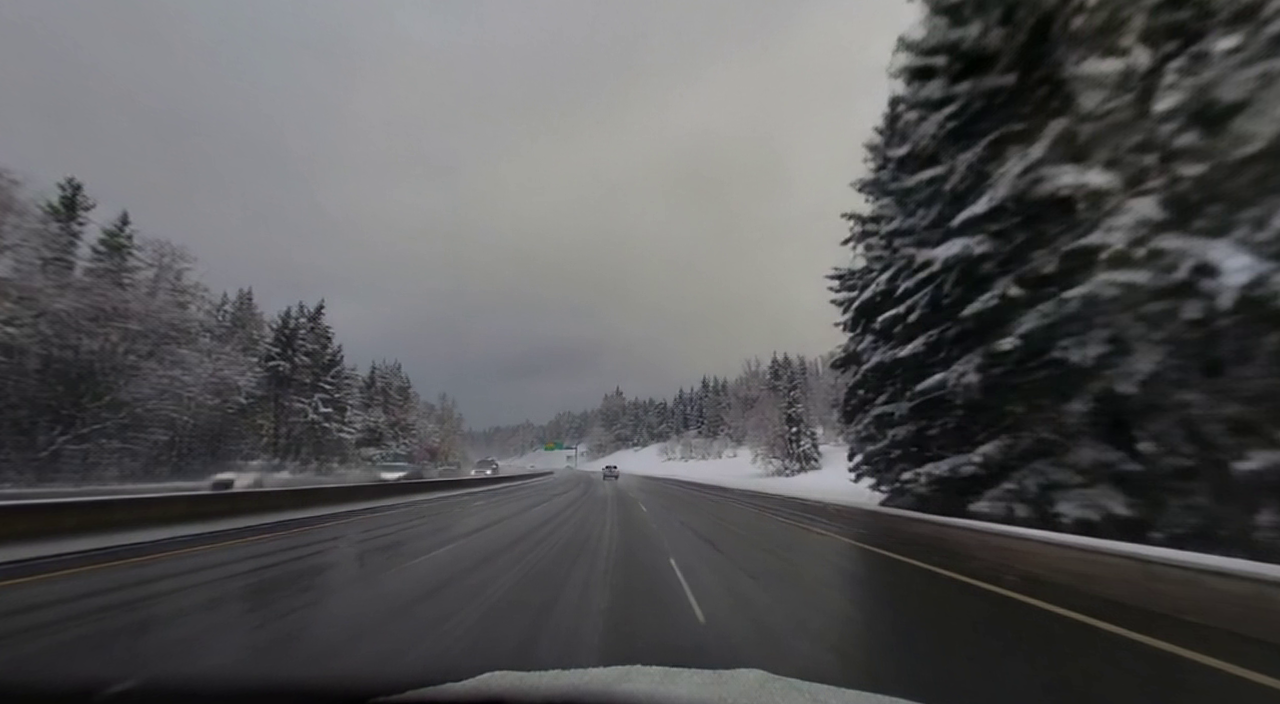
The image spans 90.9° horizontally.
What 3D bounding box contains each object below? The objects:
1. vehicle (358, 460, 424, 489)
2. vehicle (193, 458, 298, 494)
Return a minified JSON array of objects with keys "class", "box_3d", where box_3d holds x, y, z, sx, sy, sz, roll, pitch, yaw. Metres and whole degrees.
[{"class":"vehicle","box_3d":[-14.123,6.969,36.043,1.976,1.500,4.617,1,-11,-1]},{"class":"vehicle","box_3d":[-17.546,5.559,28.331,1.837,1.433,4.435,1,-11,0]}]
